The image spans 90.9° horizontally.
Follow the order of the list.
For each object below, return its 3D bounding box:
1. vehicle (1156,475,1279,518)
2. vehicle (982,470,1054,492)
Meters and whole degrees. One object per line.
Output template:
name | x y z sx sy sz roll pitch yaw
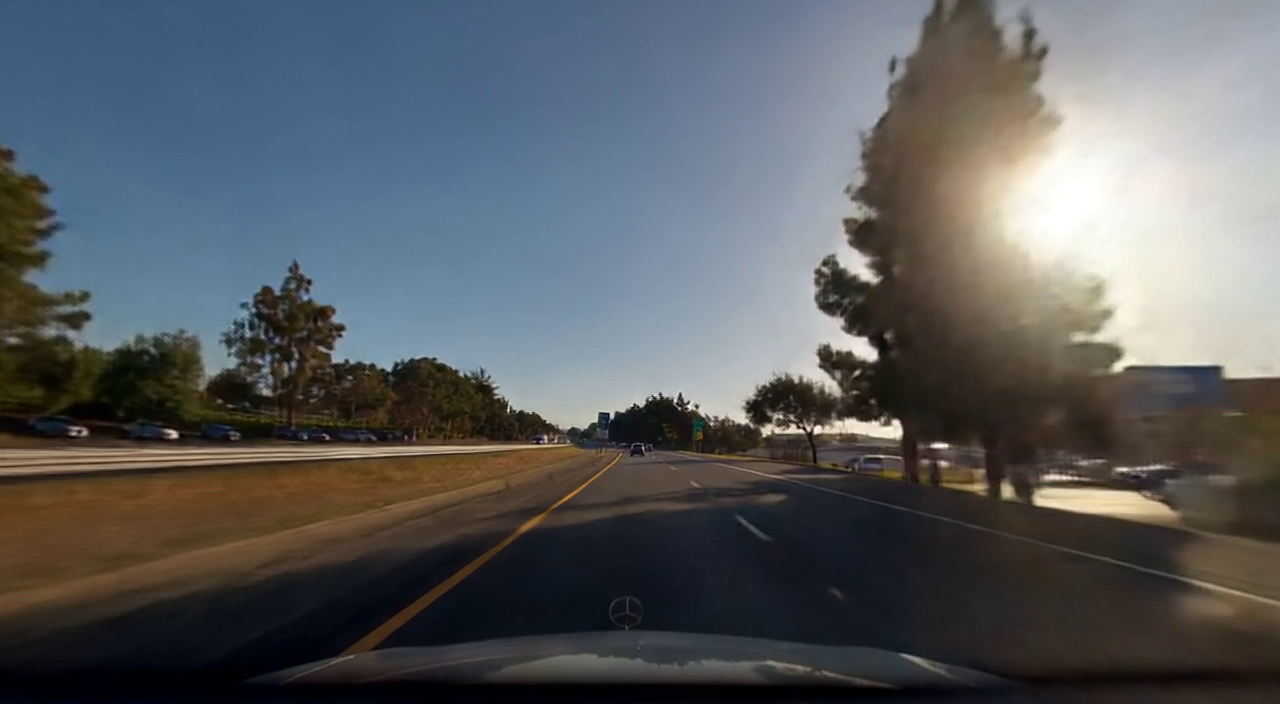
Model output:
vehicle | 29.184 7.149 31.492 4.895 1.819 2.060 -5 -10 32
vehicle | 28.822 9.833 48.257 4.599 1.466 1.982 -4 -9 28
